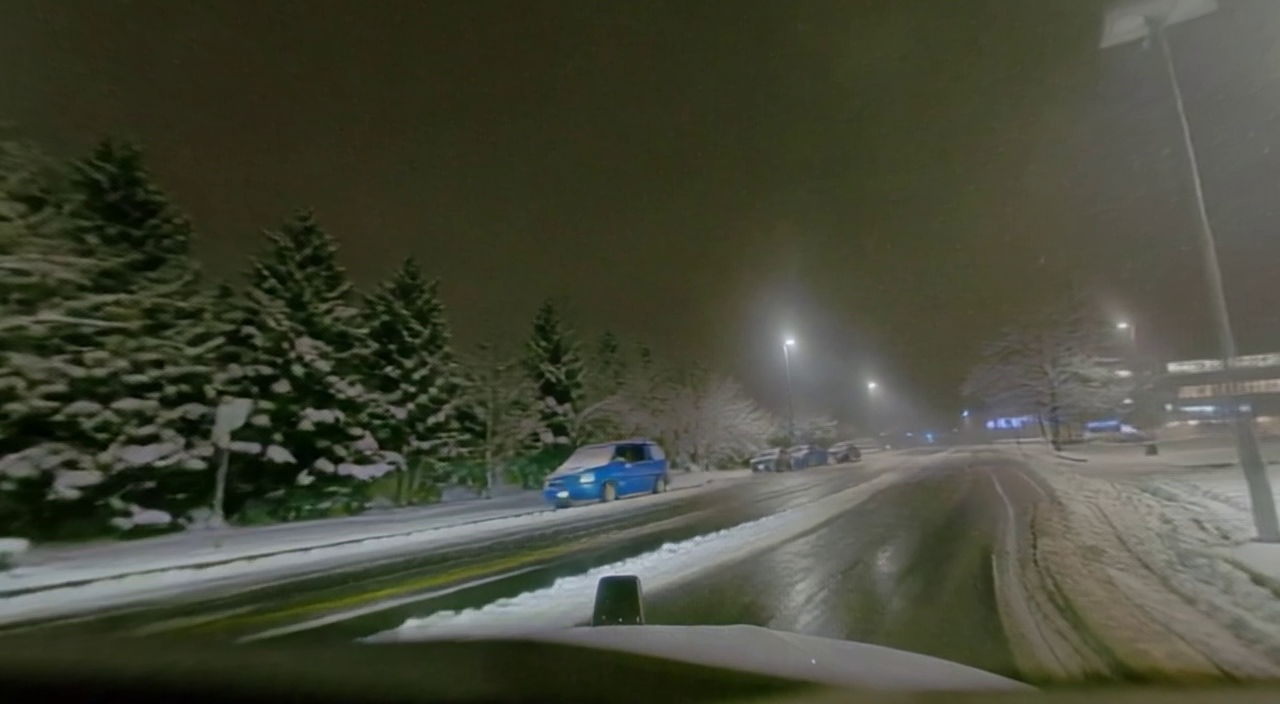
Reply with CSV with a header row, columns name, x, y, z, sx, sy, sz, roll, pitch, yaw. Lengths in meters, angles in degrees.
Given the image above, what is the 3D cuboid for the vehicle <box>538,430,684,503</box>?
name,x,y,z,sx,sy,sz,roll,pitch,yaw
vehicle,-0.809,3.919,22.139,2.433,2.193,5.547,-5,-10,30

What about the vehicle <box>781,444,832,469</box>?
name,x,y,z,sx,sy,sz,roll,pitch,yaw
vehicle,10.926,6.777,41.250,2.038,1.525,4.383,-5,-10,31

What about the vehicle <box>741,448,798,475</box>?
name,x,y,z,sx,sy,sz,roll,pitch,yaw
vehicle,7.440,6.227,36.007,1.938,1.191,3.630,-13,-12,29
